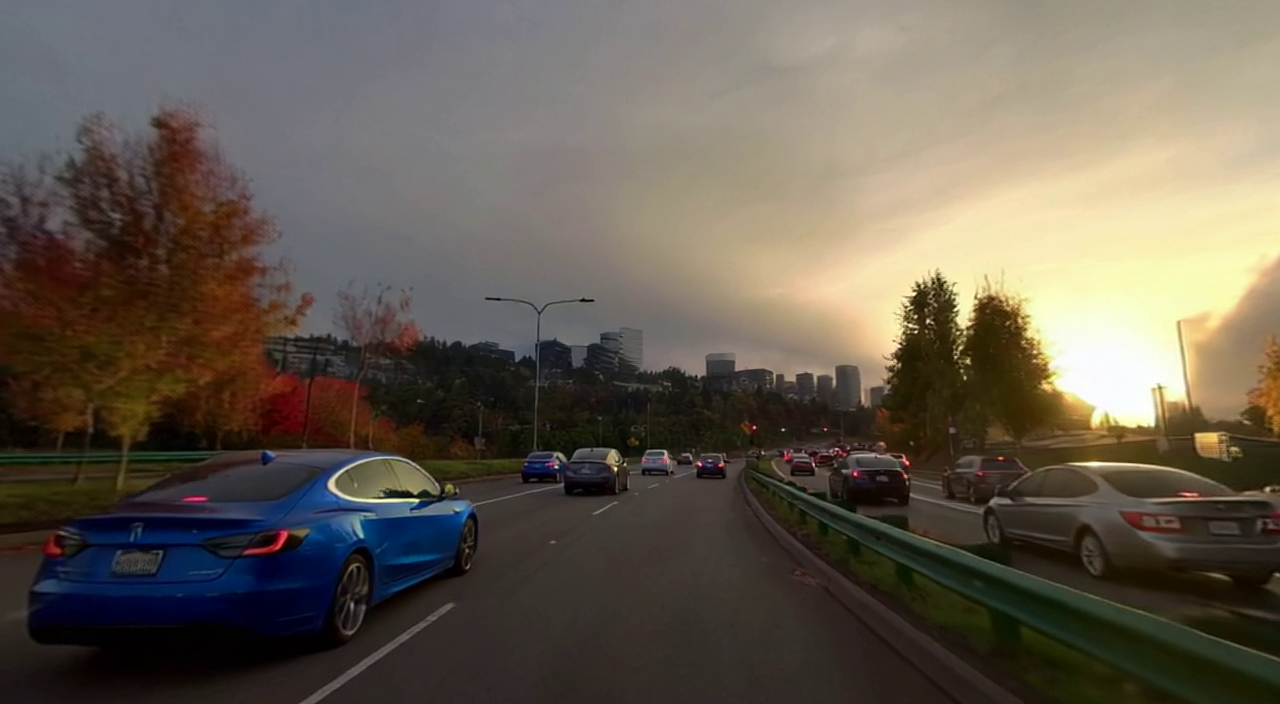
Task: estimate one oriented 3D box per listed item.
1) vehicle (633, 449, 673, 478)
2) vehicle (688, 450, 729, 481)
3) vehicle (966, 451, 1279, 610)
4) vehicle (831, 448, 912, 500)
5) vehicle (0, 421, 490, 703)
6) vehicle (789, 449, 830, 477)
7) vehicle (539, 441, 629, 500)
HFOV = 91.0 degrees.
[{"bbox_3d":[0.851,6.694,38.057,1.930,1.635,4.260,-1,-9,8],"label":"vehicle"},{"bbox_3d":[3.797,6.115,34.282,2.015,1.506,4.276,-1,-9,9],"label":"vehicle"},{"bbox_3d":[6.577,2.155,8.656,1.869,1.516,4.753,0,-9,3],"label":"vehicle"},{"bbox_3d":[8.121,4.270,22.496,1.768,1.634,4.064,-1,-9,7],"label":"vehicle"},{"bbox_3d":[-2.930,1.450,5.495,1.921,1.503,4.317,0,-9,4],"label":"vehicle"},{"bbox_3d":[10.642,6.958,39.699,1.890,1.610,4.045,-1,-9,7],"label":"vehicle"},{"bbox_3d":[-1.676,3.778,20.582,1.979,1.663,4.513,-1,-9,7],"label":"vehicle"}]
